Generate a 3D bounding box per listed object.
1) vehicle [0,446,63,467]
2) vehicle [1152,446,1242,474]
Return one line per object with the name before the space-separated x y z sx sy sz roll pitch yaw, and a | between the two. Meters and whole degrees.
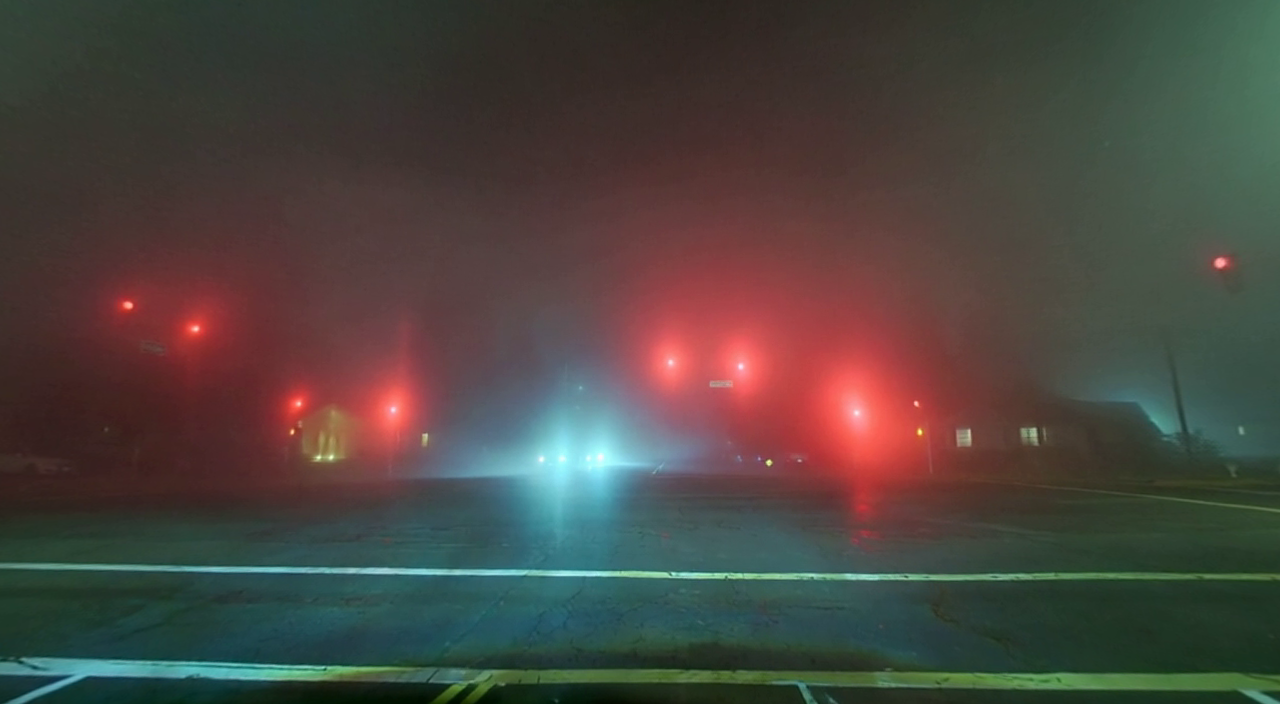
vehicle | -44.283 7.501 45.386 3.949 1.422 1.744 0 -9 1
vehicle | 36.780 7.097 41.878 1.853 1.723 4.460 0 -9 -1
